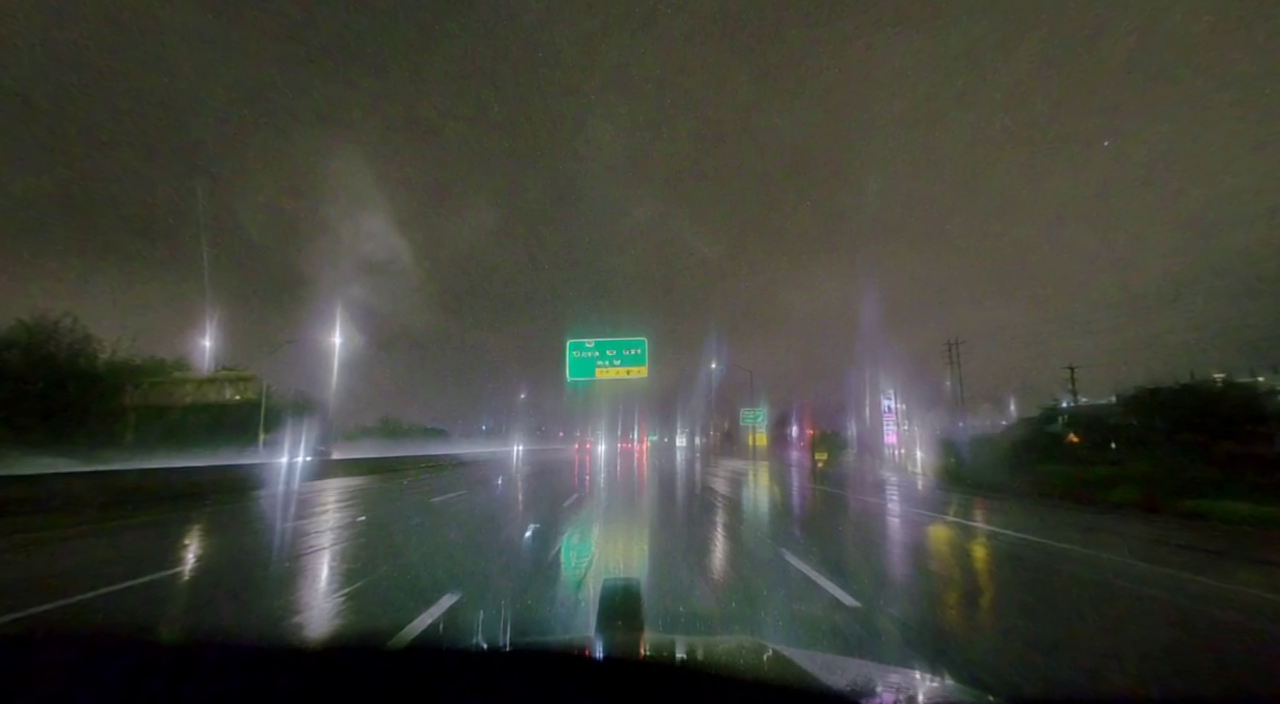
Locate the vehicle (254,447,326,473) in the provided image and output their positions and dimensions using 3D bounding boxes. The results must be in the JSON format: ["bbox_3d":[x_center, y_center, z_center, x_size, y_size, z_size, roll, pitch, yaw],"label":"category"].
[{"bbox_3d":[-24.416,7.555,44.291,2.088,1.678,5.014,0,-8,1],"label":"vehicle"}]
